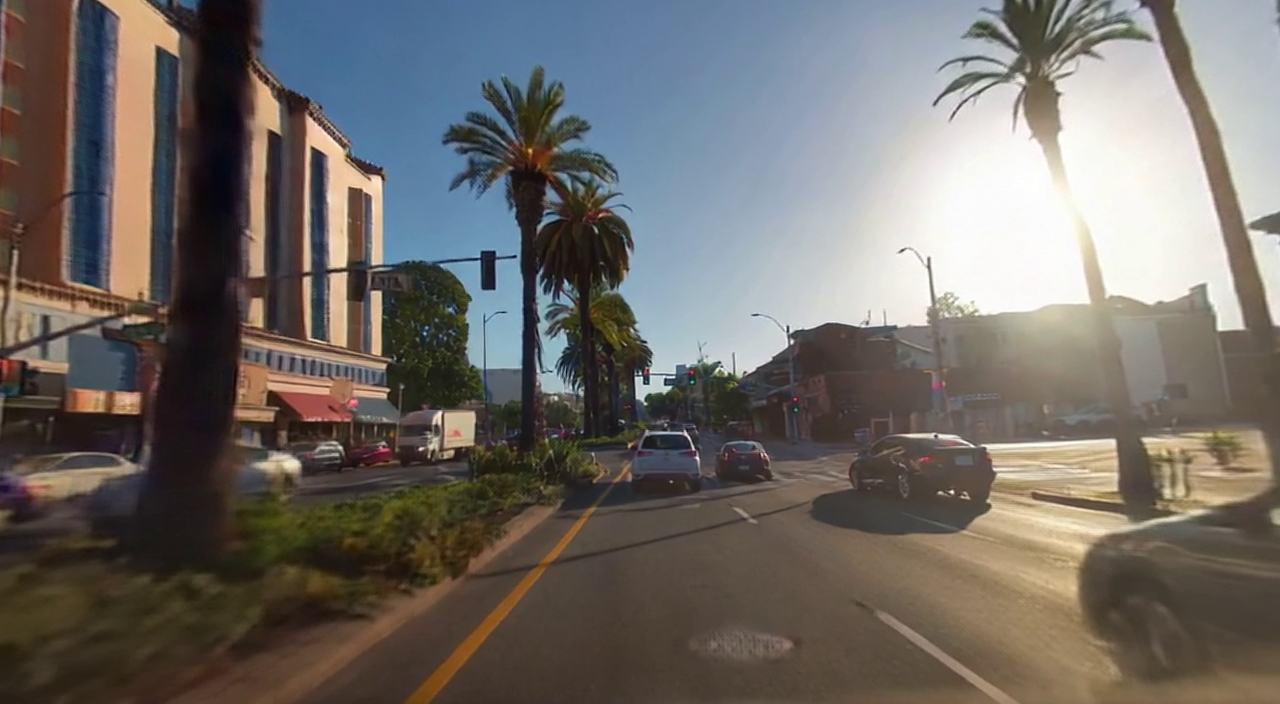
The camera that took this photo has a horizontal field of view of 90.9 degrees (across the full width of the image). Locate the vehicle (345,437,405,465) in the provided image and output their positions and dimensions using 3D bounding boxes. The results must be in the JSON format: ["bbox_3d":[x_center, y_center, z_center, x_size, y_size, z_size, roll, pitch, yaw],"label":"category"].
[{"bbox_3d":[-18.042,6.759,43.134,1.945,1.738,4.558,-1,-9,2],"label":"vehicle"}]

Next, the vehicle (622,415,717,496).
[{"bbox_3d":[0.822,3.143,19.362,2.487,2.115,5.444,0,-9,1],"label":"vehicle"}]

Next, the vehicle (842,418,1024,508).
[{"bbox_3d":[7.303,2.852,16.594,2.215,1.973,5.323,0,-9,0],"label":"vehicle"}]

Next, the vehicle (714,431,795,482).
[{"bbox_3d":[4.254,3.995,24.325,2.283,1.738,4.916,0,-9,1],"label":"vehicle"}]

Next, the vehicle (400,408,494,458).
[{"bbox_3d":[-14.506,6.409,48.886,3.100,3.378,11.784,-1,-9,2],"label":"vehicle"}]

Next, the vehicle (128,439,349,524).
[{"bbox_3d":[-8.250,2.665,13.531,1.937,1.530,4.107,0,-9,2],"label":"vehicle"}]

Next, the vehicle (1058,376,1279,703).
[{"bbox_3d":[3.805,0.817,2.006,1.993,1.645,4.350,0,-9,1],"label":"vehicle"}]

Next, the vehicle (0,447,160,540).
[{"bbox_3d":[-11.529,2.534,11.723,2.011,1.520,3.902,0,-9,2],"label":"vehicle"}]

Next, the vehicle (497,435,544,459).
[{"bbox_3d":[-7.793,6.268,41.577,2.101,1.538,4.253,-1,-9,2],"label":"vehicle"}]
